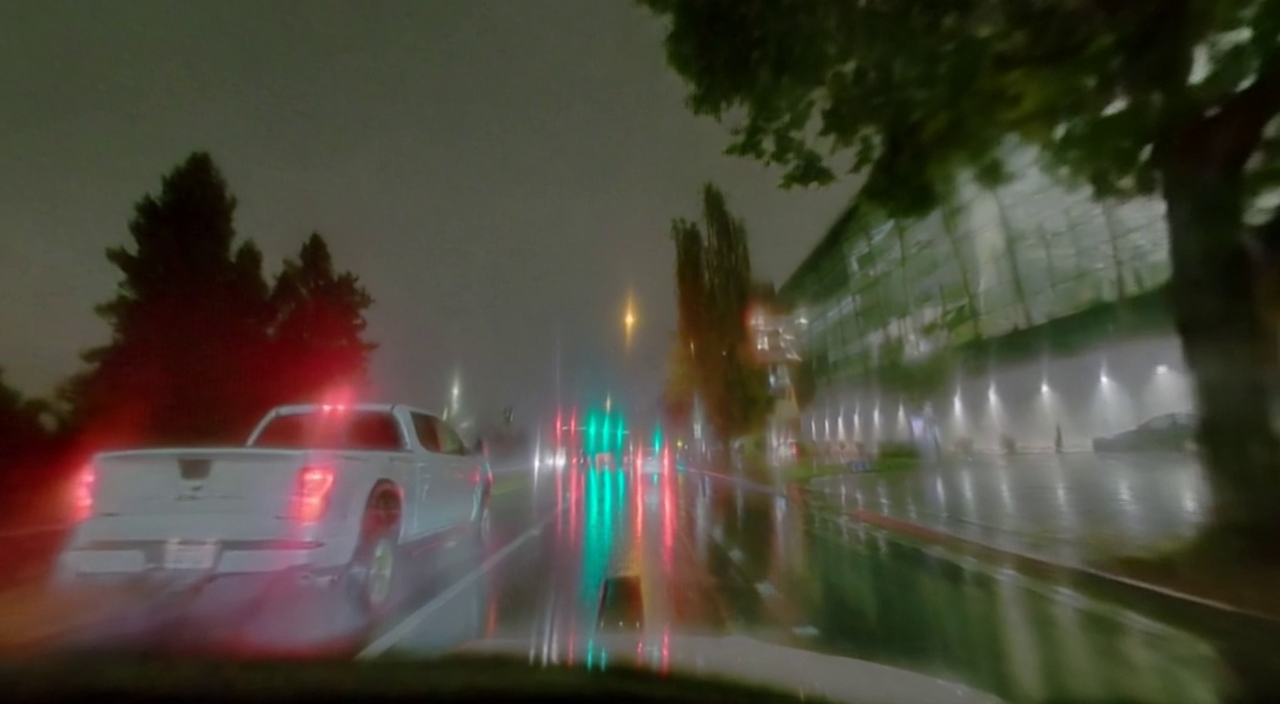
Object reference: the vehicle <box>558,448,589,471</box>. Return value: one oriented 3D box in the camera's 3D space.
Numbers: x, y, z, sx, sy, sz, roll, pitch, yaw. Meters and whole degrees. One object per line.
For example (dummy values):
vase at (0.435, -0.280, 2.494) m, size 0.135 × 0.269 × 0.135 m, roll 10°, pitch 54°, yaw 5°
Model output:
vehicle at (-4.547, 7.354, 43.272) m, size 2.018 × 1.458 × 4.350 m, roll 0°, pitch -9°, yaw -5°

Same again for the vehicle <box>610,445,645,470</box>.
vehicle at (-0.895, 6.894, 41.202) m, size 2.047 × 1.502 × 3.873 m, roll 0°, pitch -9°, yaw -5°

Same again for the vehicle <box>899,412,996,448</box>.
vehicle at (22.387, 5.747, 46.043) m, size 6.027 × 2.377 × 2.245 m, roll -5°, pitch -10°, yaw 26°

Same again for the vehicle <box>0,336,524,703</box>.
vehicle at (-3.049, 1.370, 6.380) m, size 2.512 × 1.992 × 5.725 m, roll -1°, pitch -9°, yaw 2°

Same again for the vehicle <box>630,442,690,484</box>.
vehicle at (0.706, 4.470, 25.557) m, size 2.142 × 1.528 × 4.133 m, roll 0°, pitch -9°, yaw -2°

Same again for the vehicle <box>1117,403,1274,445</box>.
vehicle at (23.183, 3.094, 26.569) m, size 4.588 × 1.525 × 1.979 m, roll -6°, pitch -11°, yaw 32°
